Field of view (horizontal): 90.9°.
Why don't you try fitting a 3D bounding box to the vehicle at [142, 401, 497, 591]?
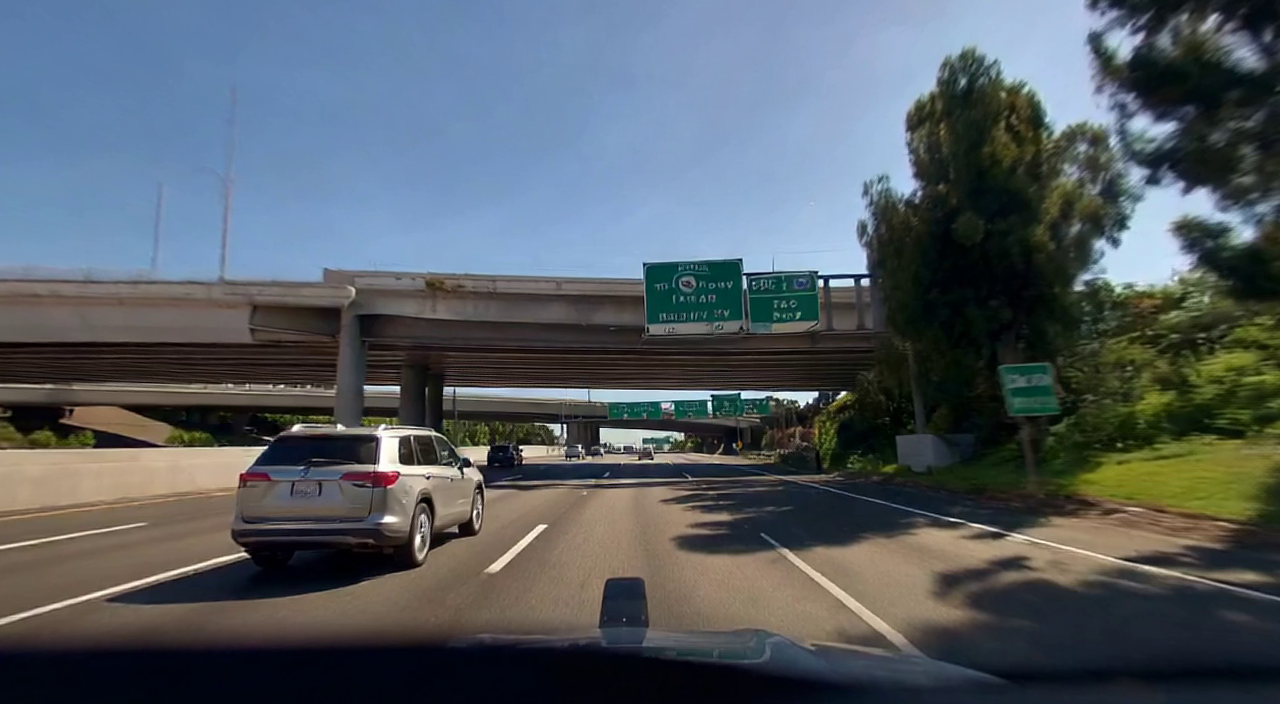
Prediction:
[{"bbox_3d":[-3.516,1.681,8.197,2.214,1.759,4.435,0,-9,1],"label":"vehicle"}]
